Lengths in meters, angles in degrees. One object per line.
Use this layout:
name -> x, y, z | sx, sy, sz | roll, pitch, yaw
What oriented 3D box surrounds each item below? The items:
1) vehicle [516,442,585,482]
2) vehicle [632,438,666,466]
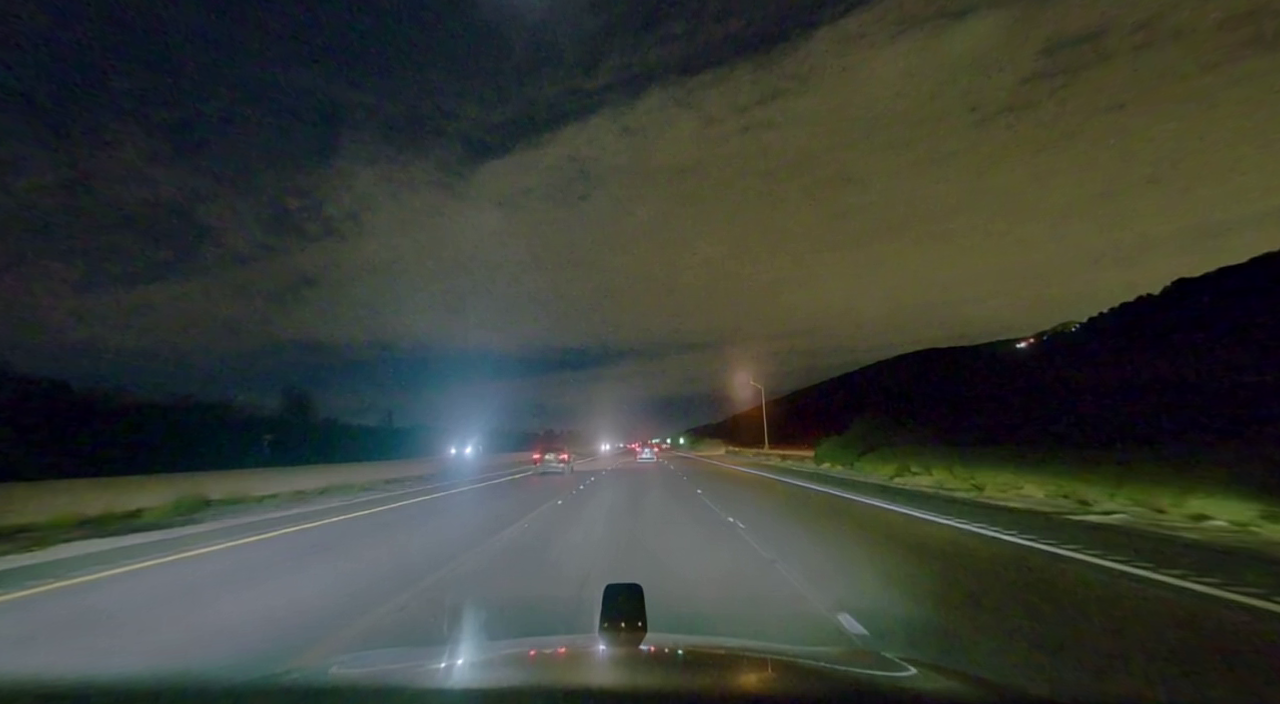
vehicle -> -3.532, 4.435, 25.676 | 2.082, 1.485, 4.237 | 0, -8, 2
vehicle -> 0.576, 6.973, 43.892 | 2.272, 1.836, 4.866 | 0, -8, -1
